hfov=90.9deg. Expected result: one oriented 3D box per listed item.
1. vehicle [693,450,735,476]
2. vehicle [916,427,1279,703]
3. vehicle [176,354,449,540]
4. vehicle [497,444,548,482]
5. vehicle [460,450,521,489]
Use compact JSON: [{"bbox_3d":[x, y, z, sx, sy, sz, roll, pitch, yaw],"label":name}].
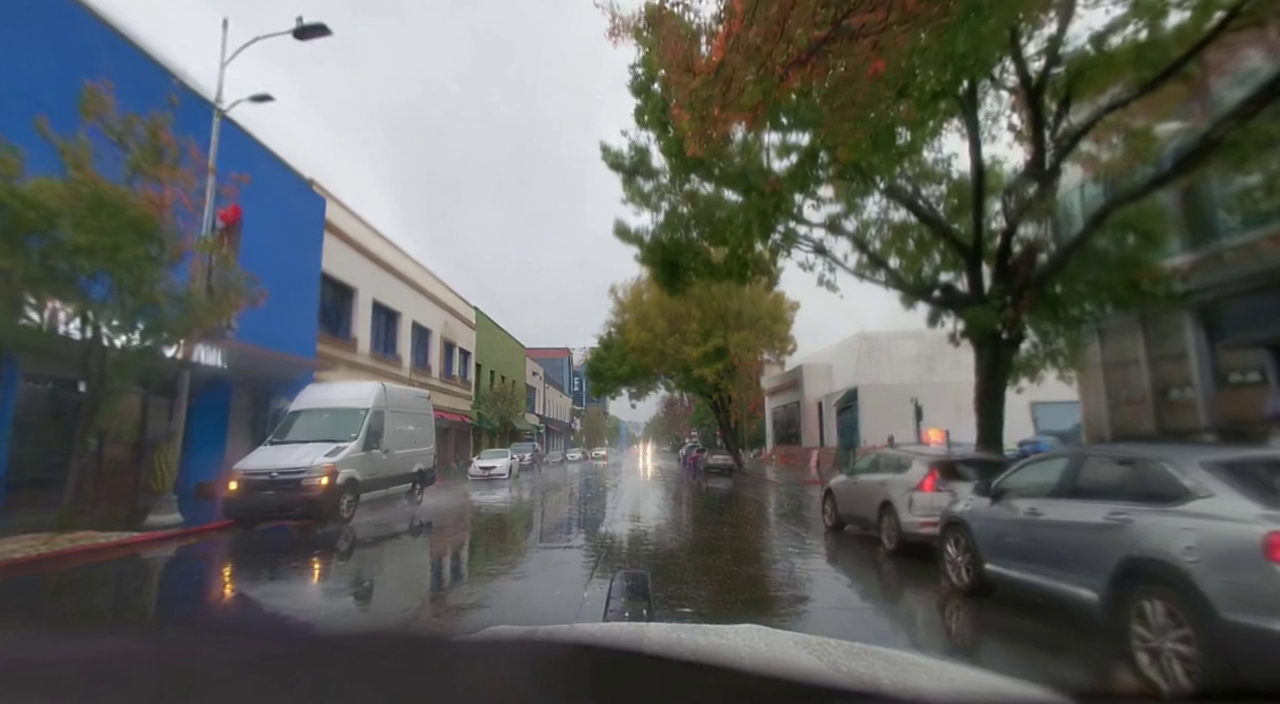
[{"bbox_3d":[4.481,6.776,38.788,1.973,1.494,4.867,0,-9,0],"label":"vehicle"},{"bbox_3d":[3.831,1.249,3.760,2.065,1.520,4.853,0,-9,-1],"label":"vehicle"},{"bbox_3d":[-6.898,2.167,14.604,2.851,3.375,6.057,0,-8,2],"label":"vehicle"},{"bbox_3d":[-6.682,6.341,36.310,2.238,1.891,4.780,-1,-7,-2],"label":"vehicle"},{"bbox_3d":[-6.835,5.369,29.230,1.917,1.487,4.659,-2,-8,-3],"label":"vehicle"}]
